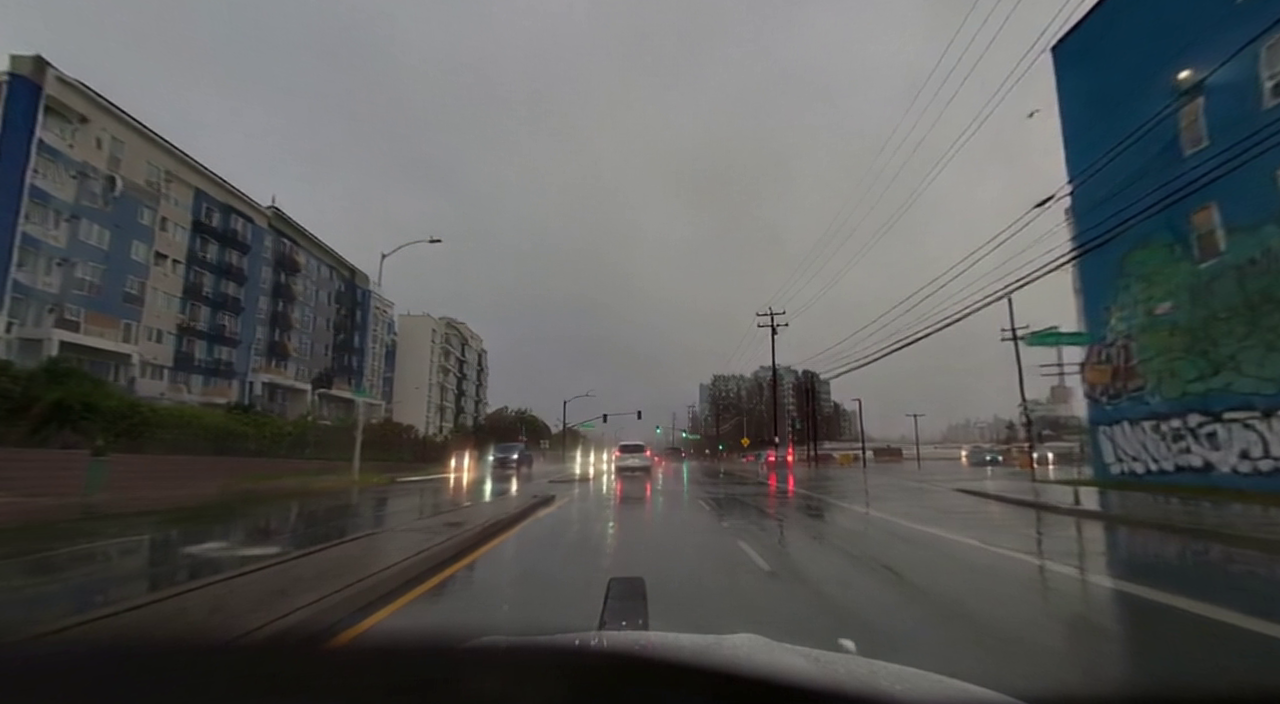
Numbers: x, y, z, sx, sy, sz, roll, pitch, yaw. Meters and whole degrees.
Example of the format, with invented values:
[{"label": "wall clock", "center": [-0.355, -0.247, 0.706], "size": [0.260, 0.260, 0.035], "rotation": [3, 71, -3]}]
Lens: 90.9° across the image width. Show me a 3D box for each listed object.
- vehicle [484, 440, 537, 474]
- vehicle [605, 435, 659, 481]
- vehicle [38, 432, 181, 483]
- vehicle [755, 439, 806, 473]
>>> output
[{"label": "vehicle", "center": [-8.376, 6.821, 41.280], "size": [2.393, 2.059, 4.739], "rotation": [0, -8, 2]}, {"label": "vehicle", "center": [-0.319, 4.581, 27.591], "size": [2.160, 1.786, 4.702], "rotation": [0, -8, 0]}, {"label": "vehicle", "center": [-39.031, 7.784, 46.622], "size": [7.491, 3.562, 2.925], "rotation": [1, -8, -4]}, {"label": "vehicle", "center": [7.637, 5.667, 34.649], "size": [1.952, 1.749, 4.311], "rotation": [0, -8, 2]}]
